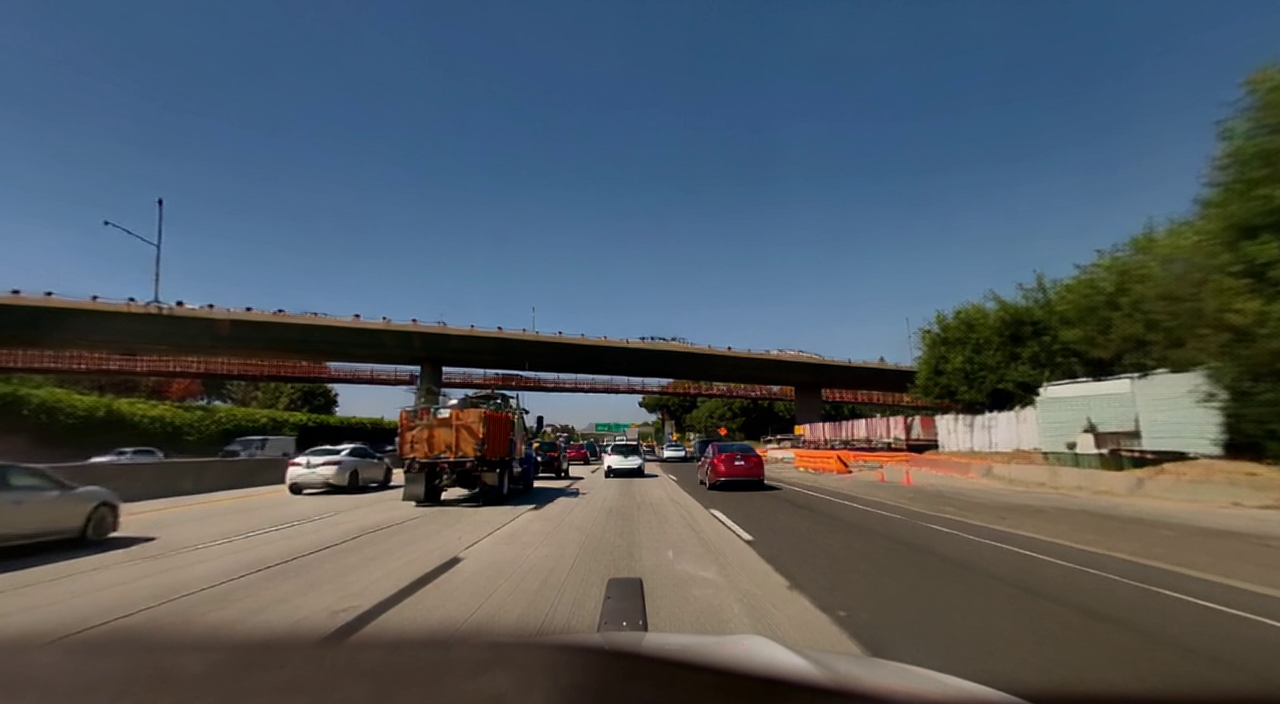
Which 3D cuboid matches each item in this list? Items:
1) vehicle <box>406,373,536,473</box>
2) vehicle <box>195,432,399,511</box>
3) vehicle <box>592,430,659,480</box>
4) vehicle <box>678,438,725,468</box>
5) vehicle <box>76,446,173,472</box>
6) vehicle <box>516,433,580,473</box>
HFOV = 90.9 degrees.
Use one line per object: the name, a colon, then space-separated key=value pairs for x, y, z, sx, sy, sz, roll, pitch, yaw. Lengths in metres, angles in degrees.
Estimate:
vehicle: x=-7.471 y=3.542 z=29.992 sx=2.959 sy=3.886 sz=10.574 roll=0 pitch=-8 yaw=2
vehicle: x=-7.502 y=2.634 z=14.510 sx=1.948 sy=1.494 sz=4.749 roll=0 pitch=-8 yaw=1
vehicle: x=-0.499 y=3.819 z=23.616 sx=2.270 sy=1.696 sz=4.061 roll=0 pitch=-8 yaw=0
vehicle: x=3.198 y=5.352 z=33.530 sx=2.003 sy=1.465 sz=4.092 roll=0 pitch=-8 yaw=-1
vehicle: x=-38.023 y=7.872 z=46.783 sx=2.189 sy=1.778 sz=5.746 roll=0 pitch=-8 yaw=1
vehicle: x=-4.040 y=4.537 z=28.492 sx=2.124 sy=1.639 sz=4.344 roll=0 pitch=-8 yaw=2
